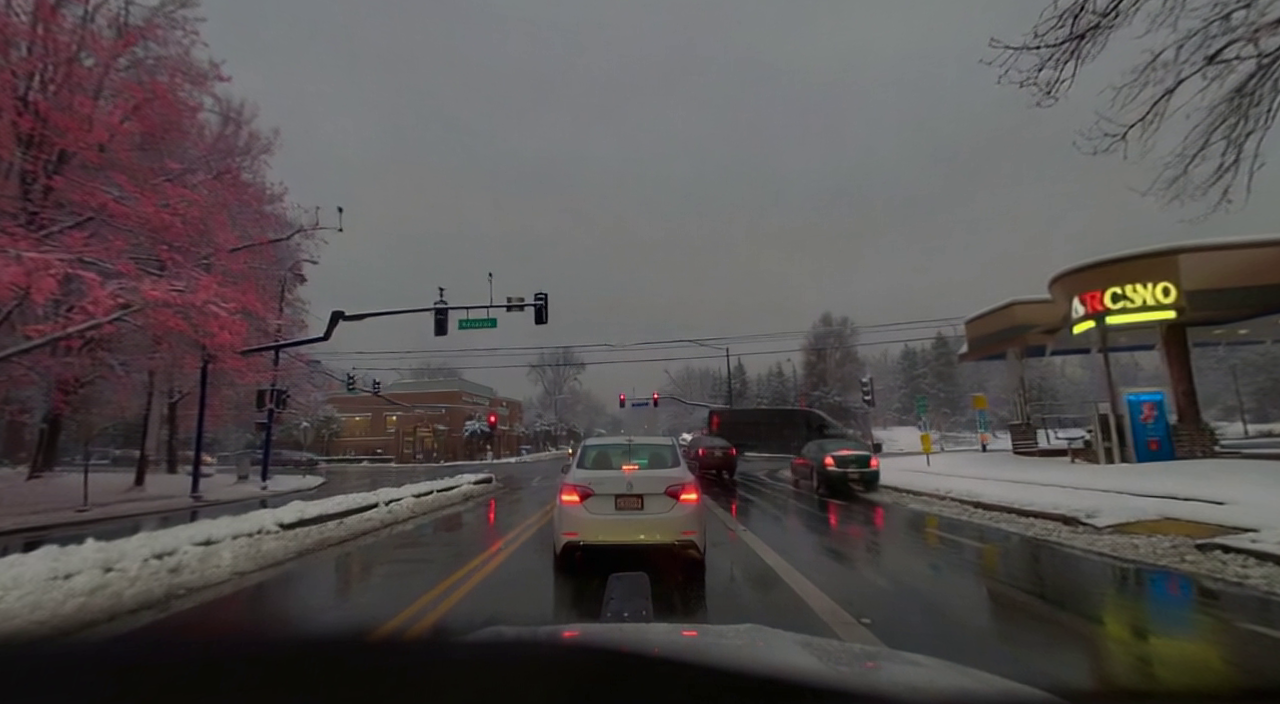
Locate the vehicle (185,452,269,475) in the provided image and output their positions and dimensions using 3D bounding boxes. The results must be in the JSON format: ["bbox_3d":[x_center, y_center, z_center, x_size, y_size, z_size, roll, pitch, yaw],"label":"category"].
[{"bbox_3d":[-27.957,7.542,42.722,4.609,1.465,1.944,-2,-8,11],"label":"vehicle"}]

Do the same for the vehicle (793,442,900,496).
[{"bbox_3d":[6.413,3.641,20.162,1.942,1.511,4.390,0,-8,0],"label":"vehicle"}]

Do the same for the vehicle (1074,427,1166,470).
[{"bbox_3d":[18.549,3.684,24.270,4.300,1.495,2.053,8,-12,-43],"label":"vehicle"}]

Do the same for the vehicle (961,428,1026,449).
[{"bbox_3d":[27.580,6.740,49.235,3.968,1.572,1.740,0,-8,3],"label":"vehicle"}]

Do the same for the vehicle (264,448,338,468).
[{"bbox_3d":[-26.747,8.366,49.754,4.806,1.472,1.886,-1,-8,5],"label":"vehicle"}]

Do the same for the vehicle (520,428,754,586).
[{"bbox_3d":[-0.055,1.773,8.082,2.213,1.482,4.057,0,-8,-1],"label":"vehicle"}]
